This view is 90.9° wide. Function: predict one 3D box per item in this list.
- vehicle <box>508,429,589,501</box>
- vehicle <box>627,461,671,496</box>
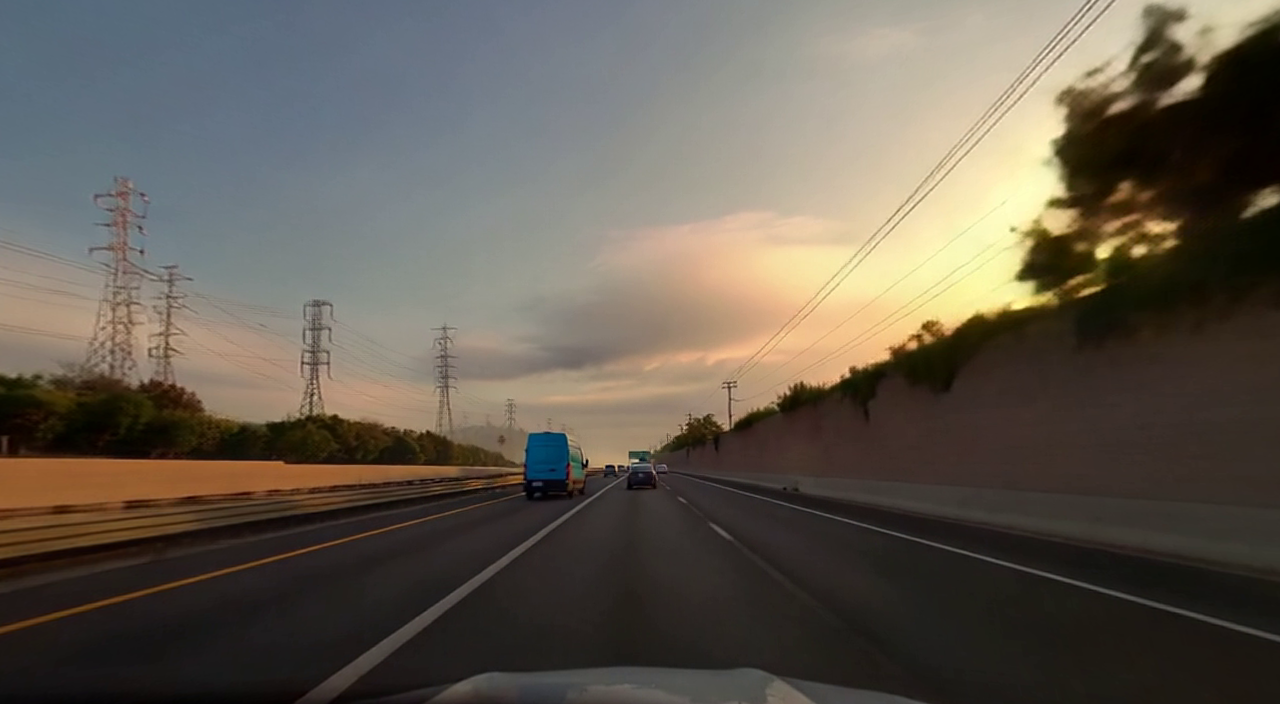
[{"bbox_3d":[-3.674,4.810,26.829,2.394,2.609,6.875,1,-10,0],"label":"vehicle"},{"bbox_3d":[0.407,6.116,30.705,2.006,1.554,3.863,1,-10,0],"label":"vehicle"}]
